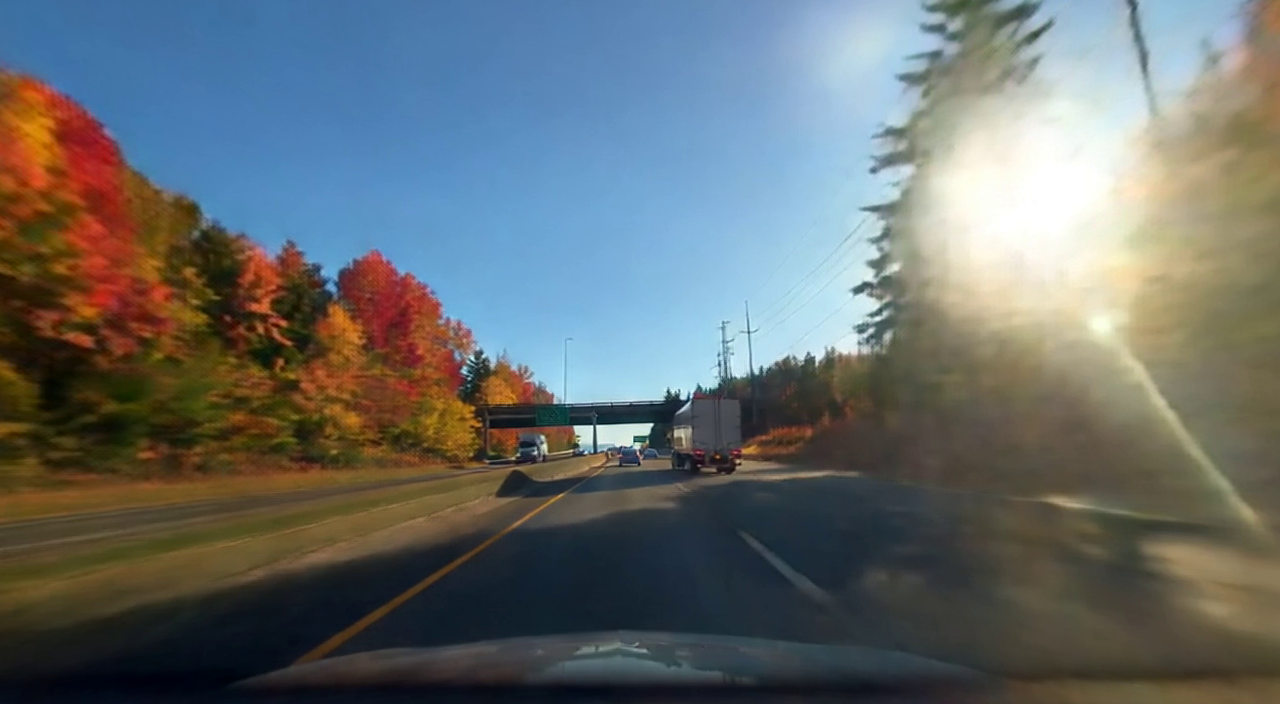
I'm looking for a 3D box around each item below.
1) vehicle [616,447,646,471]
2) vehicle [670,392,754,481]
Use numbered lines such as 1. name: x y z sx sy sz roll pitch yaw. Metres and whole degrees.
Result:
1. vehicle: -0.593 7.149 42.027 1.961 1.454 3.755 0 -9 -1
2. vehicle: 3.842 5.226 37.830 2.956 4.281 14.327 0 -9 -2
